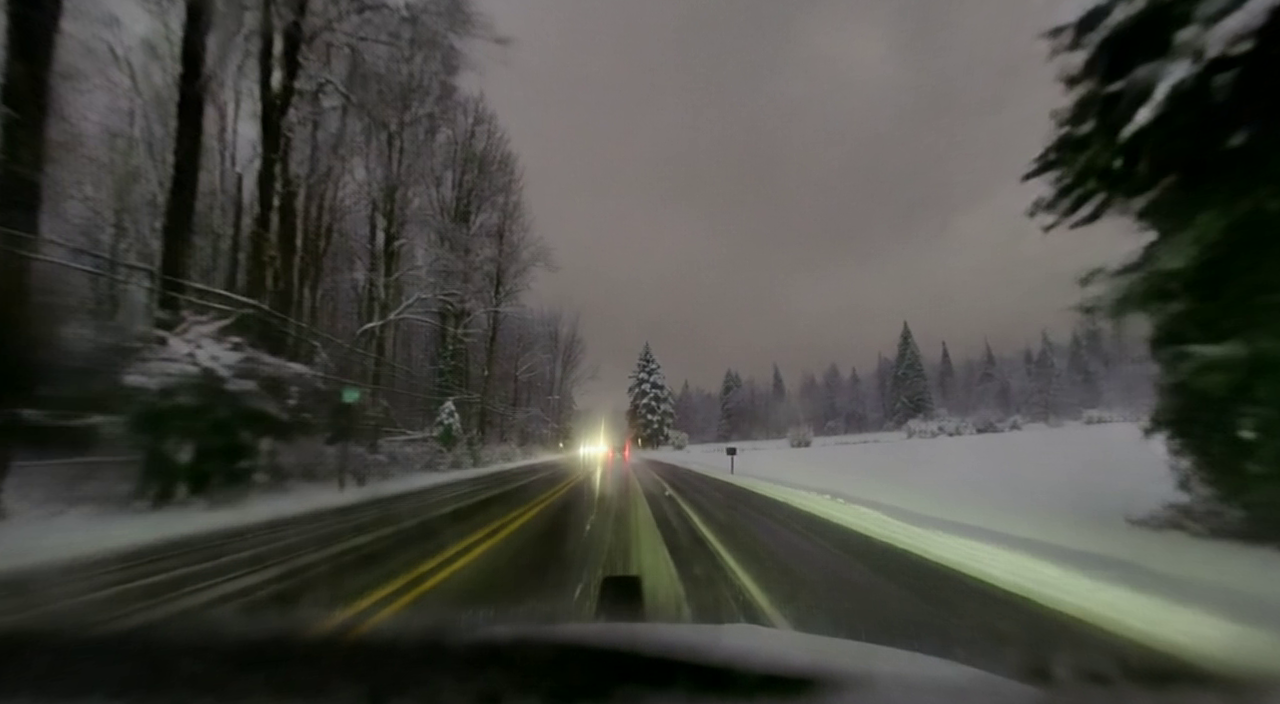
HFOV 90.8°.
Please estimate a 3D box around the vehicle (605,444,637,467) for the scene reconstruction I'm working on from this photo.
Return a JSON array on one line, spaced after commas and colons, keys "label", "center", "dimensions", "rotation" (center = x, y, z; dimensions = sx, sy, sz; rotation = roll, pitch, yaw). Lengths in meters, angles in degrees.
[{"label": "vehicle", "center": [-1.269, 6.845, 41.916], "dimensions": [2.042, 1.489, 3.963], "rotation": [1, -9, -2]}]
